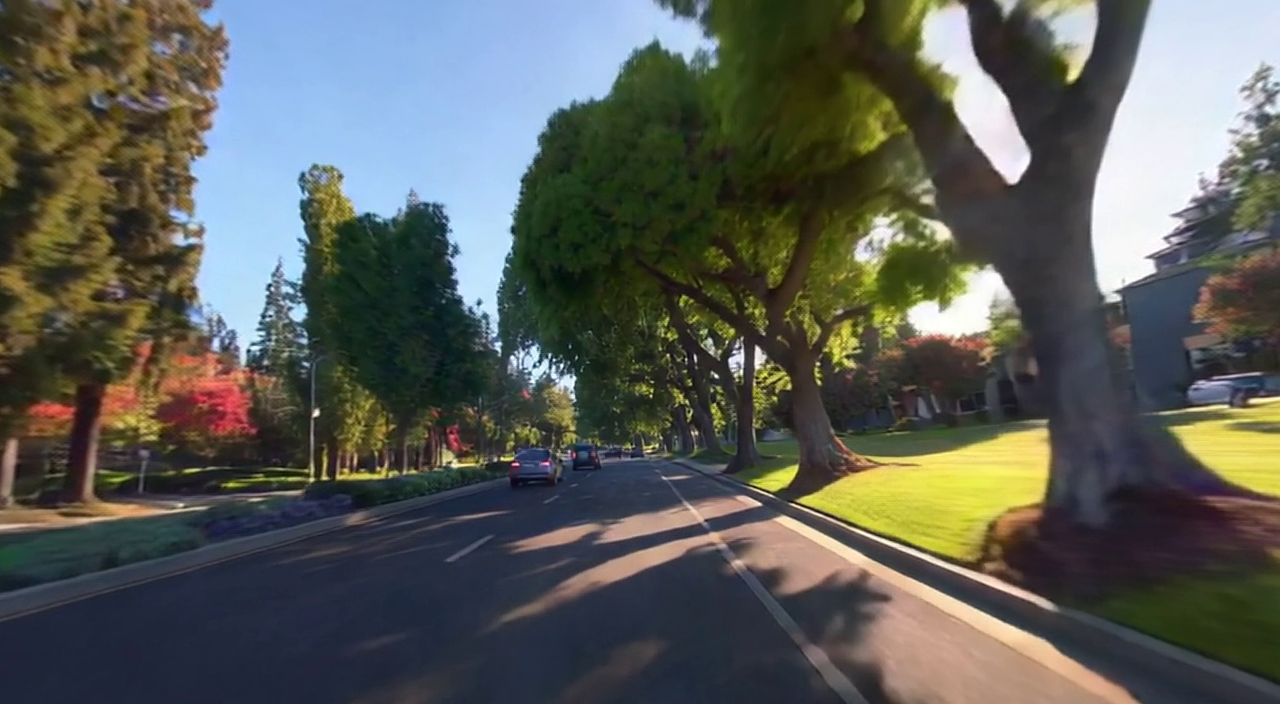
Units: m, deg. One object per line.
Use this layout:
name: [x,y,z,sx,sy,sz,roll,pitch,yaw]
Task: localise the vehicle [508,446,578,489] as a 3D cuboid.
vehicle: [-3.586,4.324,24.039,1.932,1.431,4.144,-1,-8,1]
